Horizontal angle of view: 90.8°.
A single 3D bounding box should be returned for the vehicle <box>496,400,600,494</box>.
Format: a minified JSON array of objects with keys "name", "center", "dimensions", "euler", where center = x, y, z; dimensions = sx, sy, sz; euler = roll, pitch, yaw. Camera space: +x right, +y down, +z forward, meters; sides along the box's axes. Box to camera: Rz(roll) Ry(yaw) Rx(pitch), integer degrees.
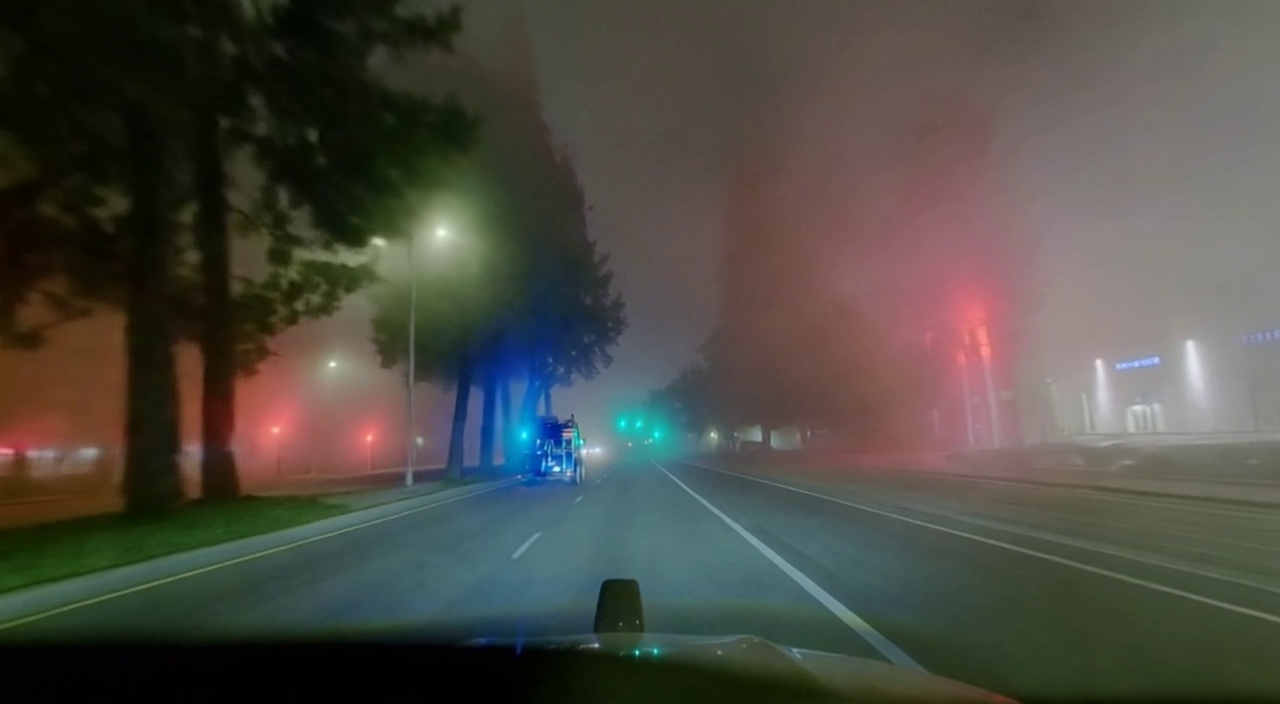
[{"name":"vehicle","center":[-2.972,3.299,22.075],"dimensions":[2.633,2.787,5.796],"euler":[-1,-8,1]}]
